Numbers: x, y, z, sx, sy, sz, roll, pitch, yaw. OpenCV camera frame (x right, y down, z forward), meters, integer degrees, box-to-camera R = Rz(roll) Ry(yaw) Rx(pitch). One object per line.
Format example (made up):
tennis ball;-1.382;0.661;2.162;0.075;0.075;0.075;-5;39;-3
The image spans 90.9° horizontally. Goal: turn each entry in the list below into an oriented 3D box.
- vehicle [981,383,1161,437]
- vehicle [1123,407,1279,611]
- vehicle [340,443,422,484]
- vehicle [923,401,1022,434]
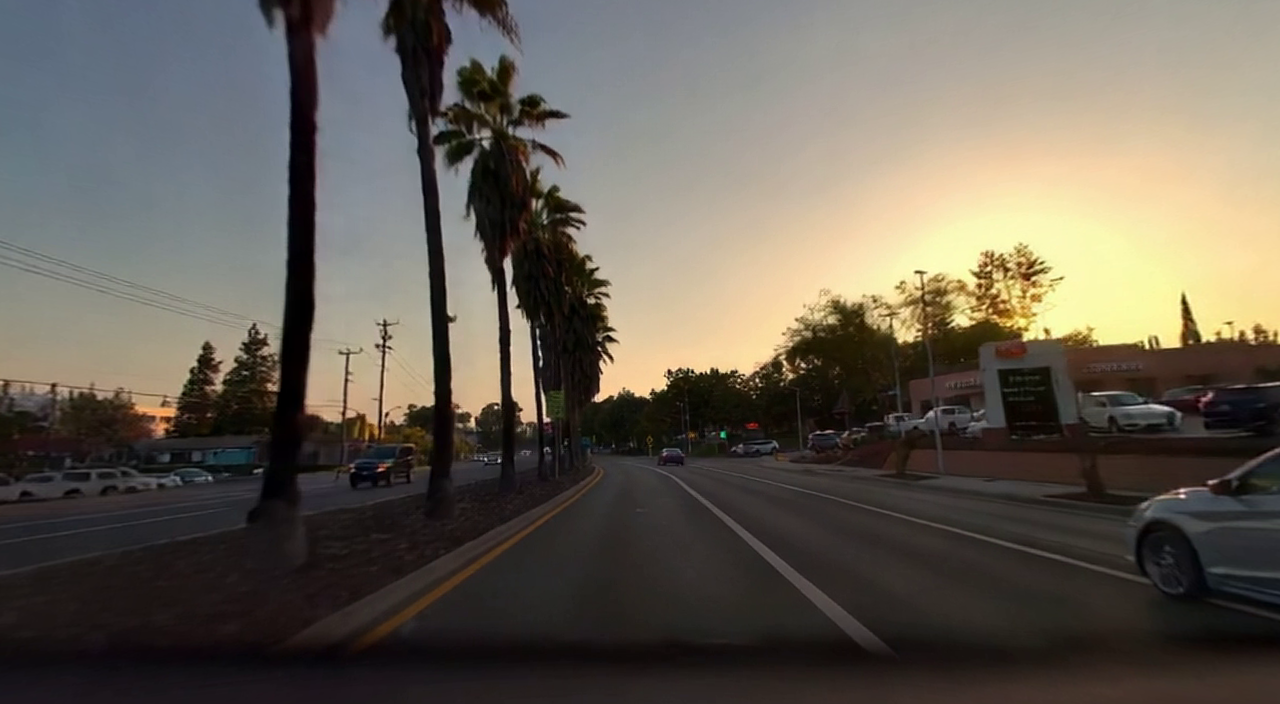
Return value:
vehicle;18.051;2.491;26.671;5.817;1.906;2.230;-2;-12;0
vehicle;6.422;1.230;4.743;2.124;1.687;4.266;0;-8;-1
vehicle;-13.186;5.683;32.513;2.210;1.889;4.934;0;-8;-2
vehicle;18.057;3.561;34.414;4.237;1.573;2.011;-2;-6;-1
